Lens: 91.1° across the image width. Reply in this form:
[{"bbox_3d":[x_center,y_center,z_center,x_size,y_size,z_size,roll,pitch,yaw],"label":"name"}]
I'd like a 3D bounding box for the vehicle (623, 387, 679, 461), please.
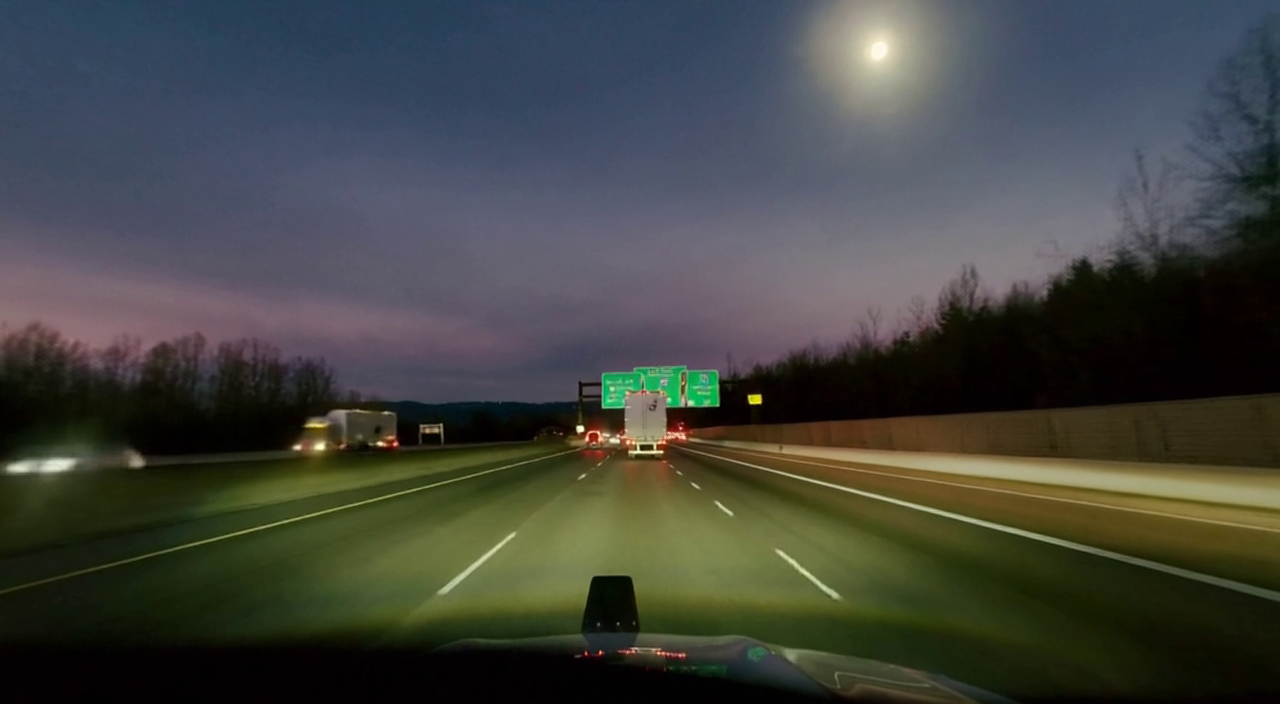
[{"bbox_3d":[0.394,4.984,41.908,2.965,3.972,16.689,0,-8,-1],"label":"vehicle"}]

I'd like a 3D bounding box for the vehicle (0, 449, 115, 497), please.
[{"bbox_3d":[-21.675,4.269,22.656,1.824,1.479,4.192,0,-8,0],"label":"vehicle"}]
